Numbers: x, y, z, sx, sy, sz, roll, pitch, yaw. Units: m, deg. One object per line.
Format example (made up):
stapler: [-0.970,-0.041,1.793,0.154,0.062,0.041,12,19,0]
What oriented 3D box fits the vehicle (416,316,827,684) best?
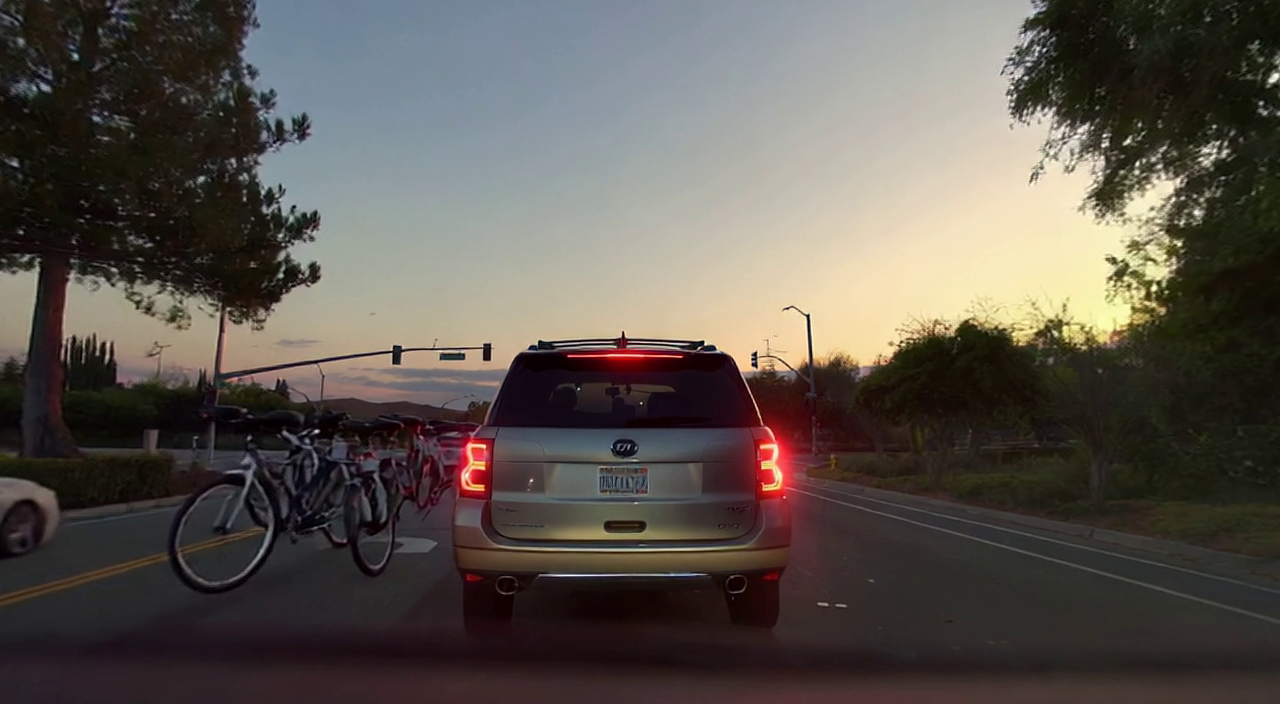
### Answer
vehicle: [-0.230,1.160,5.998,2.333,2.087,4.586,0,-8,-4]

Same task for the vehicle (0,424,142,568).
vehicle: [-7.785,1.461,6.252,2.024,1.511,4.550,0,-8,-1]

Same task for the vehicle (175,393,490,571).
vehicle: [-3.888,1.772,9.457,2.337,1.858,5.409,1,-8,-5]
